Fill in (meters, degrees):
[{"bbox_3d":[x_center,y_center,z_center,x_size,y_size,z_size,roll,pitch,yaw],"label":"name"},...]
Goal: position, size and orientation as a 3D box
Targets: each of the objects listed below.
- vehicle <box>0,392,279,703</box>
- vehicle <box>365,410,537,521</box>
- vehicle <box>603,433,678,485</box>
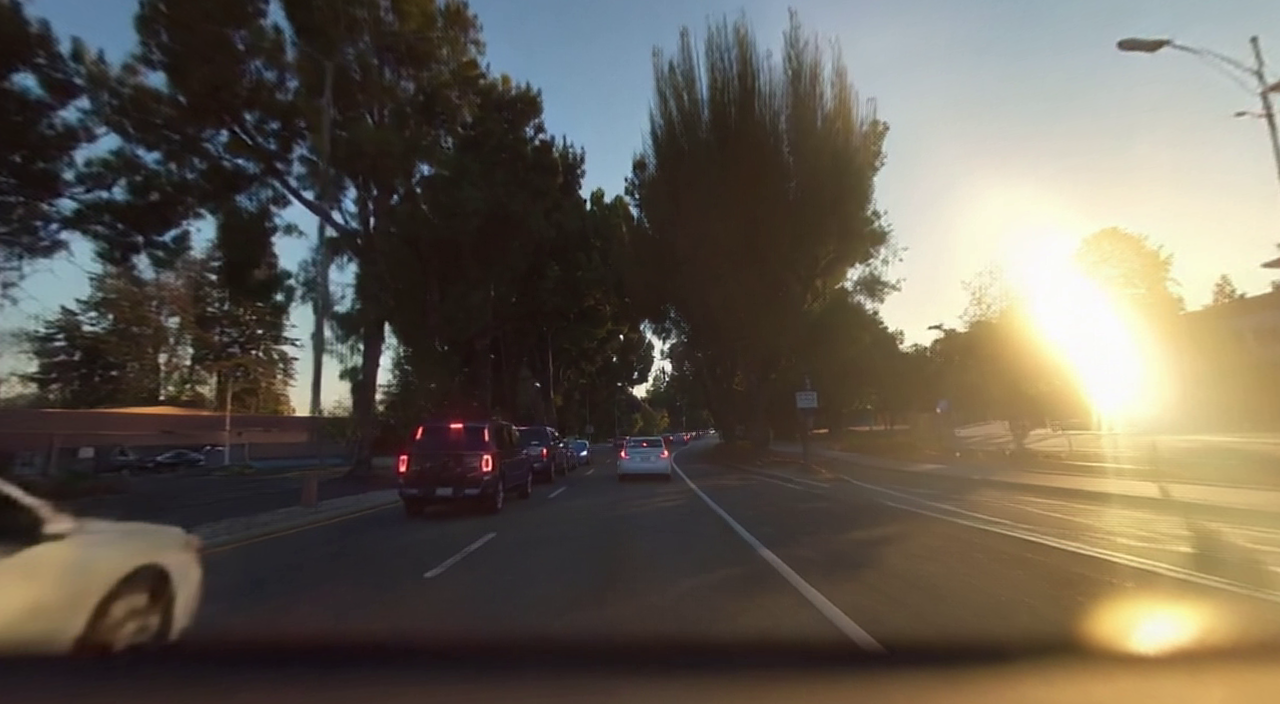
[{"bbox_3d":[-3.455,0.830,1.852,2.139,1.487,4.453,0,-8,0],"label":"vehicle"},{"bbox_3d":[-3.363,2.130,12.248,2.046,1.751,4.208,0,-8,-1],"label":"vehicle"},{"bbox_3d":[-0.013,3.329,19.916,2.126,1.475,3.967,0,-8,-1],"label":"vehicle"}]
